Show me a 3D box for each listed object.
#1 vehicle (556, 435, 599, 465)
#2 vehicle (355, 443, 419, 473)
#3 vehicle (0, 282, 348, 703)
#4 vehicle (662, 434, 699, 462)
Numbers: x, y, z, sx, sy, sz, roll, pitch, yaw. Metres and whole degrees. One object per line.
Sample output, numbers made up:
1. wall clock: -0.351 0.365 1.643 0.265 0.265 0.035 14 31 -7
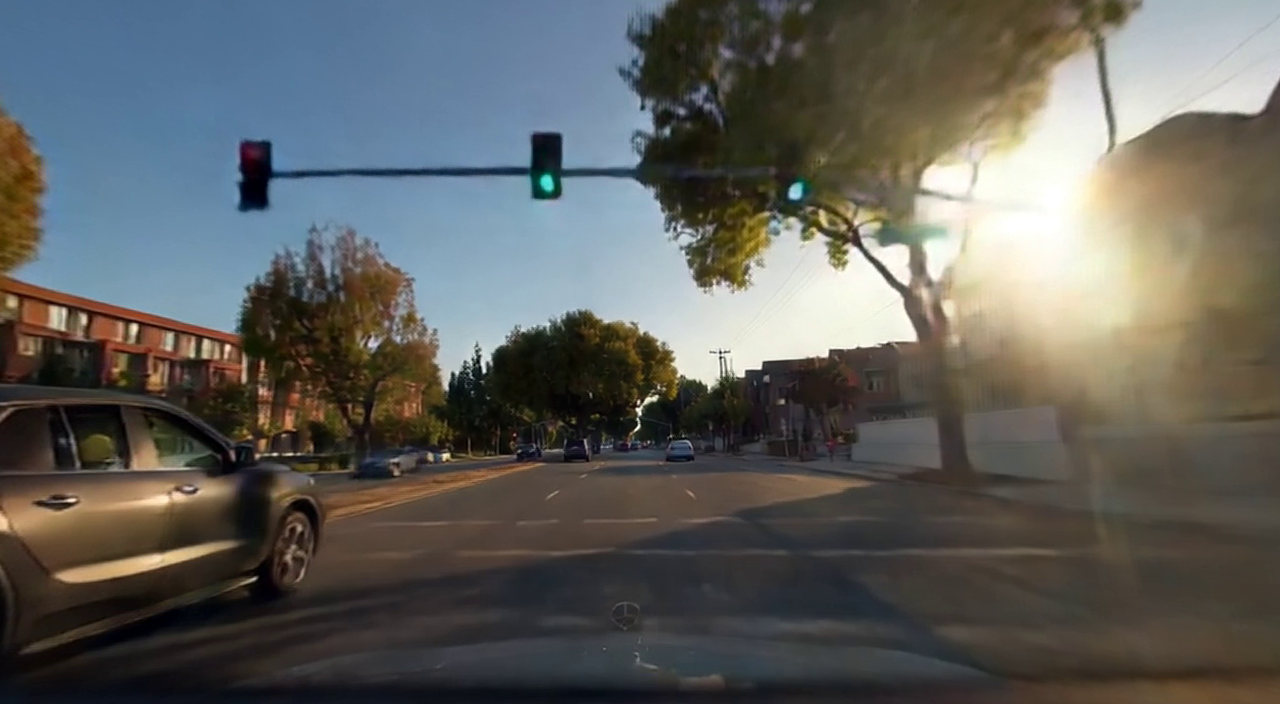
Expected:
1. vehicle: -3.693 5.869 37.939 2.083 1.685 4.069 0 -8 1
2. vehicle: -15.509 6.503 39.014 2.031 1.702 4.612 0 -8 0
3. vehicle: -3.685 0.767 2.834 2.225 1.984 5.168 0 -8 1
4. vehicle: 2.617 6.302 41.492 2.018 1.719 4.369 0 -8 -1
